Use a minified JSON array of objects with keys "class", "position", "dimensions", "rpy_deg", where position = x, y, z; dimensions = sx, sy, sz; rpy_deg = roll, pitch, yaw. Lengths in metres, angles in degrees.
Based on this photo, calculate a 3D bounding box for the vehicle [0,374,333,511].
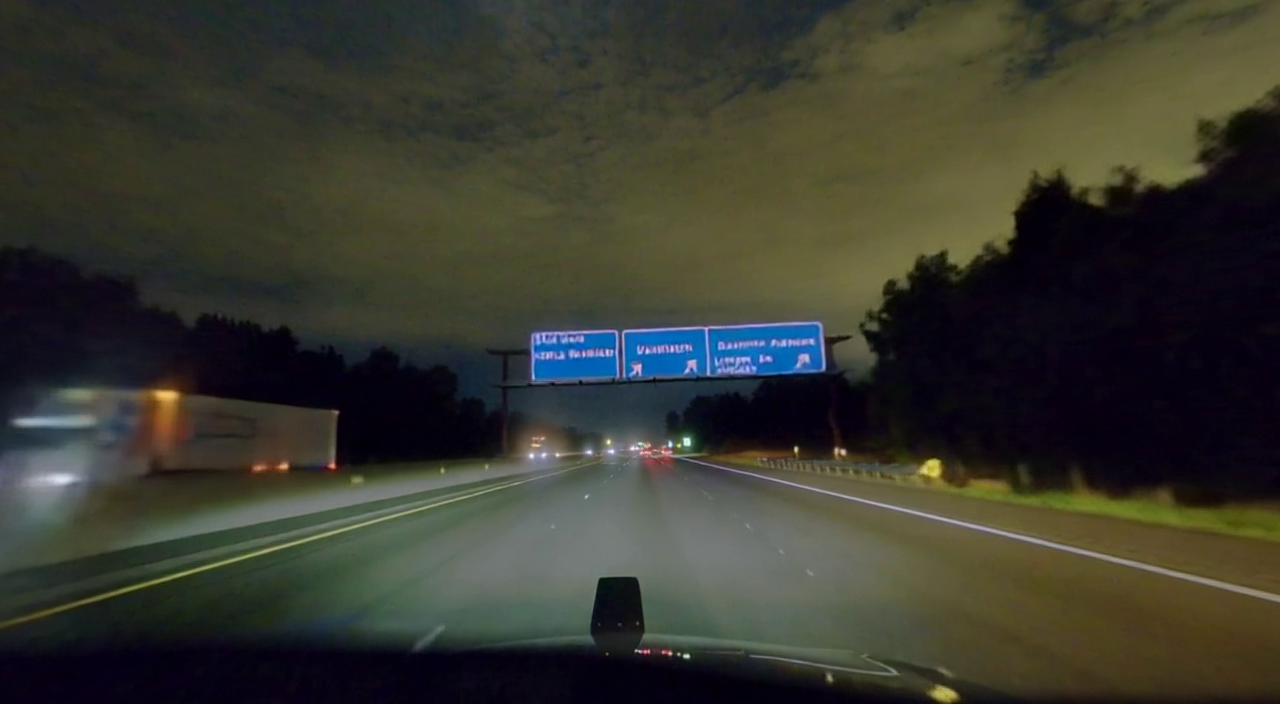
[{"class":"vehicle","position":[-19.136,4.055,27.863],"dimensions":[2.880,4.226,16.398],"rpy_deg":[0,-9,0]}]
